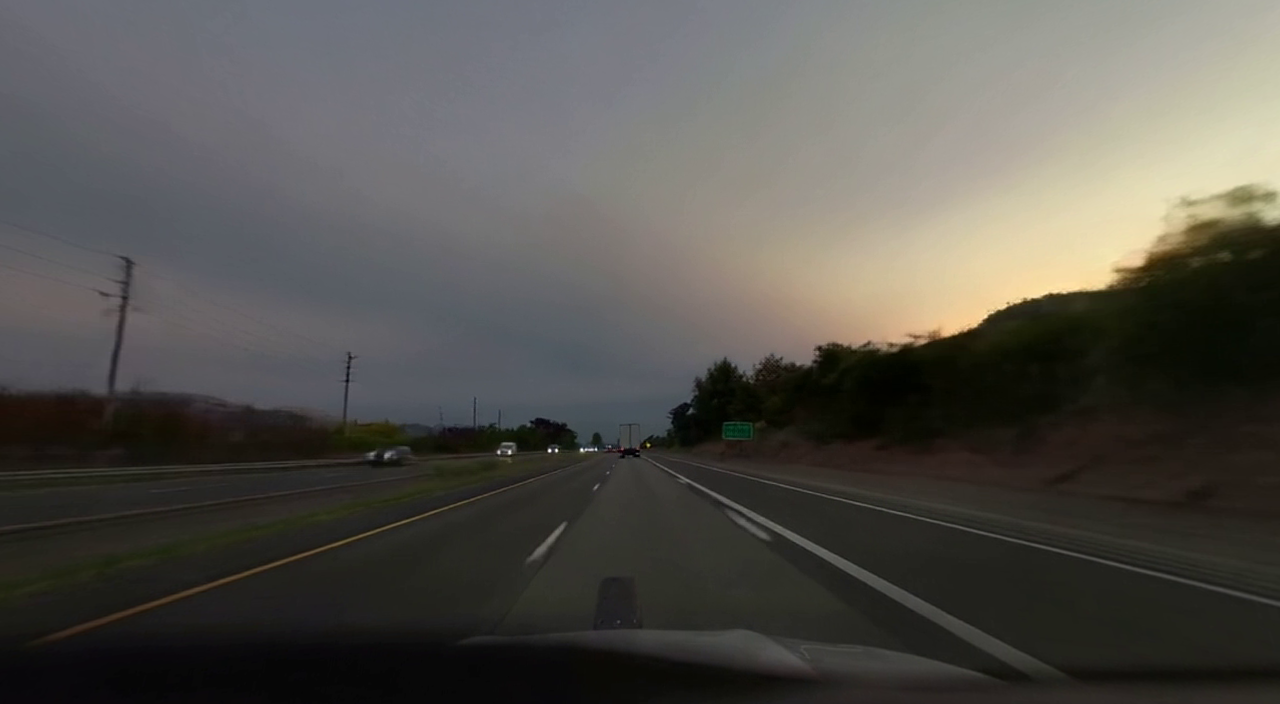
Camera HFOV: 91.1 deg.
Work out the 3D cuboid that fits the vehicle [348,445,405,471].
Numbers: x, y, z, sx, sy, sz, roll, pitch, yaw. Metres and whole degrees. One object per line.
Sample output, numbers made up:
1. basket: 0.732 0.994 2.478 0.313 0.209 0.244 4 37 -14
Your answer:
1. vehicle: -16.742 6.754 40.153 1.958 1.497 4.022 0 -9 0
